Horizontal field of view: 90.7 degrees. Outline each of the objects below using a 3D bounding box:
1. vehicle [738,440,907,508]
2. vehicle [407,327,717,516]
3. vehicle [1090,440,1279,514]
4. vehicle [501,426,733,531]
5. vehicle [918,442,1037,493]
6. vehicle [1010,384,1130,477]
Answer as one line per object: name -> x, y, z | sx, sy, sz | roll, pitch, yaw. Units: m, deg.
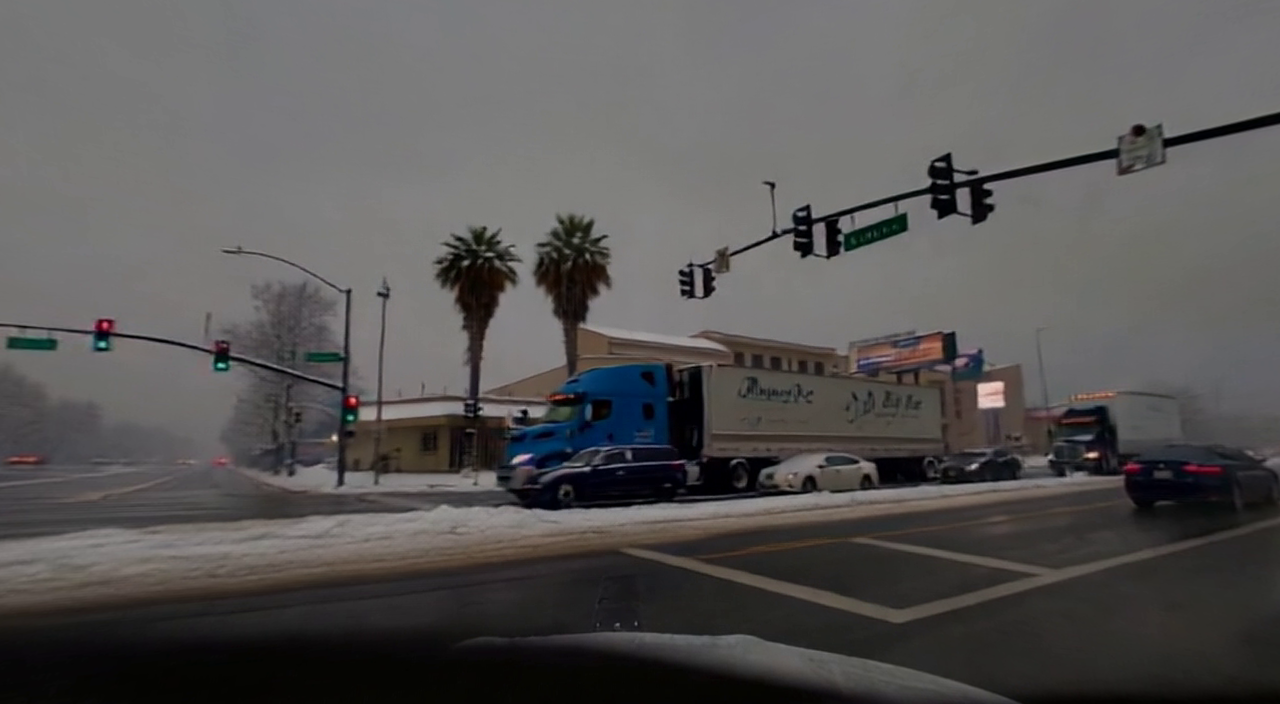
vehicle -> 5.521, 3.577, 18.924 | 4.958, 1.510, 1.949 | 2, -10, -33
vehicle -> -1.955, 2.067, 18.120 | 8.167, 4.352, 3.029 | 5, -10, -34
vehicle -> 13.215, 2.873, 15.191 | 5.114, 1.492, 2.040 | 5, -10, -33
vehicle -> -0.479, 2.919, 15.220 | 5.079, 1.893, 2.200 | 2, -10, -35
vehicle -> 12.851, 4.354, 24.021 | 4.443, 1.512, 1.919 | 2, -10, -33
vehicle -> 19.524, 3.596, 28.797 | 3.372, 3.903, 3.027 | 4, -10, -32
